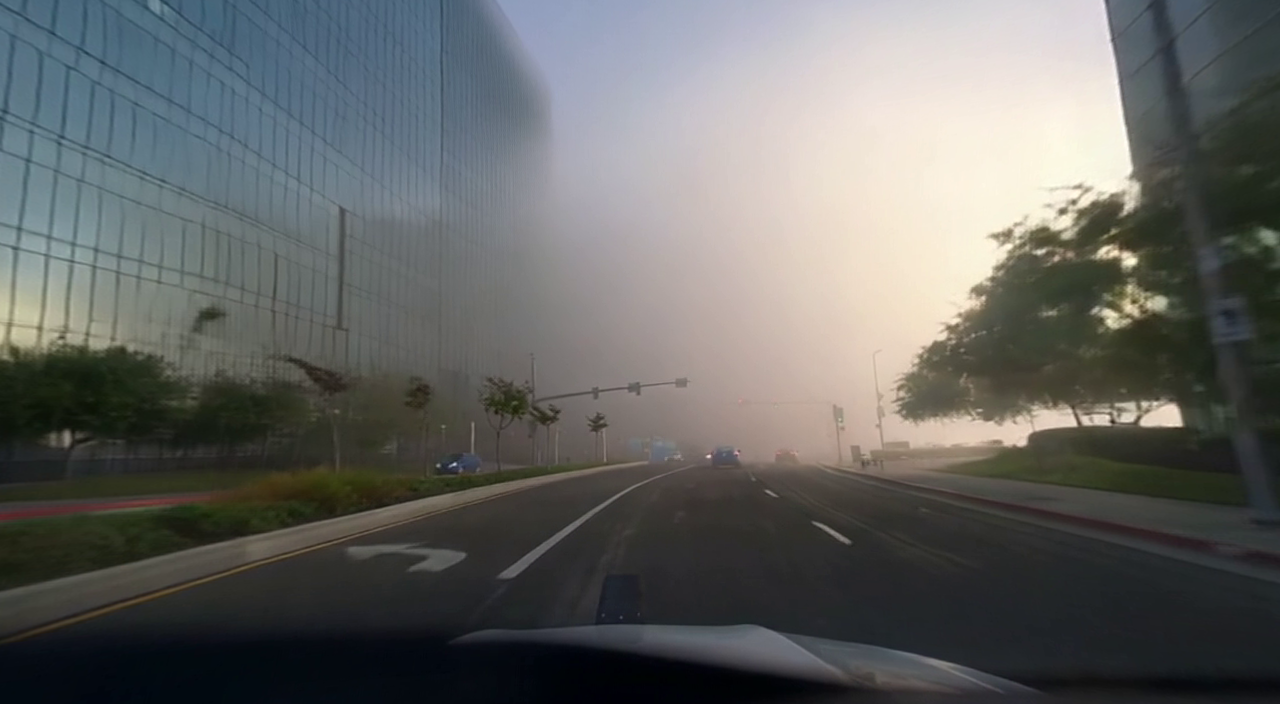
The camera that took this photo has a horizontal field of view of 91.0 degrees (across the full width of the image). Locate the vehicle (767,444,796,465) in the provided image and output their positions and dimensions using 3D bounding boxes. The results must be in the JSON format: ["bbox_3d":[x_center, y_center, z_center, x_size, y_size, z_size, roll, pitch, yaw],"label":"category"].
[{"bbox_3d":[10.428,7.525,46.403,1.916,1.492,3.911,-2,-9,13],"label":"vehicle"}]

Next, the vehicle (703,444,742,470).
[{"bbox_3d":[5.136,6.408,38.726,2.127,1.497,4.020,-2,-9,11],"label":"vehicle"}]

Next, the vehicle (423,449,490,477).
[{"bbox_3d":[-11.351,6.908,39.373,1.926,1.619,4.649,-2,-9,13],"label":"vehicle"}]
